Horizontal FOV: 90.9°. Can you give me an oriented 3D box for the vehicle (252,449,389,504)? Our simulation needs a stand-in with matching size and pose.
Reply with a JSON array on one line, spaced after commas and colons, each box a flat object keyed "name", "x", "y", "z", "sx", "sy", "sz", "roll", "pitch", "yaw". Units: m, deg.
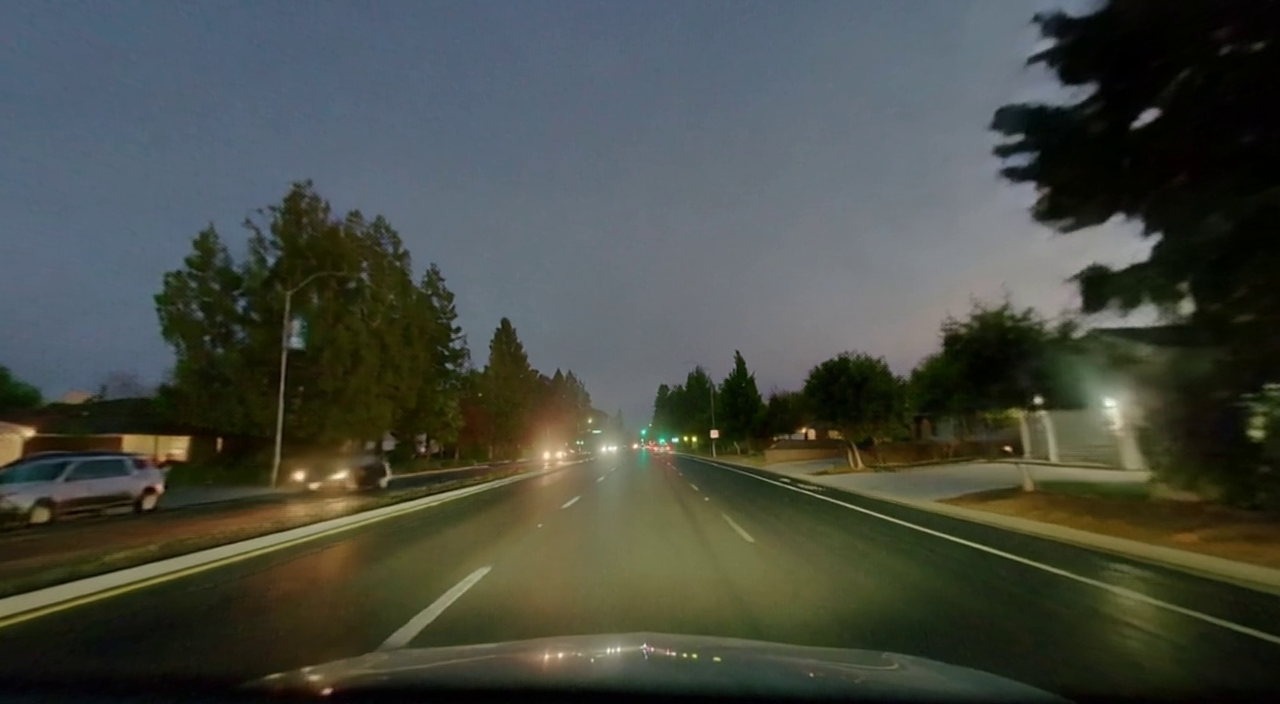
[{"name": "vehicle", "x": -9.772, "y": 3.794, "z": 19.765, "sx": 1.937, "sy": 1.481, "sz": 4.467, "roll": 0, "pitch": -9, "yaw": 1}]

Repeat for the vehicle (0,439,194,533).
[{"name": "vehicle", "x": -14.395, "y": 3.256, "z": 15.987, "sx": 2.071, "sy": 1.899, "sz": 5.640, "roll": -4, "pitch": -8, "yaw": 0}]
